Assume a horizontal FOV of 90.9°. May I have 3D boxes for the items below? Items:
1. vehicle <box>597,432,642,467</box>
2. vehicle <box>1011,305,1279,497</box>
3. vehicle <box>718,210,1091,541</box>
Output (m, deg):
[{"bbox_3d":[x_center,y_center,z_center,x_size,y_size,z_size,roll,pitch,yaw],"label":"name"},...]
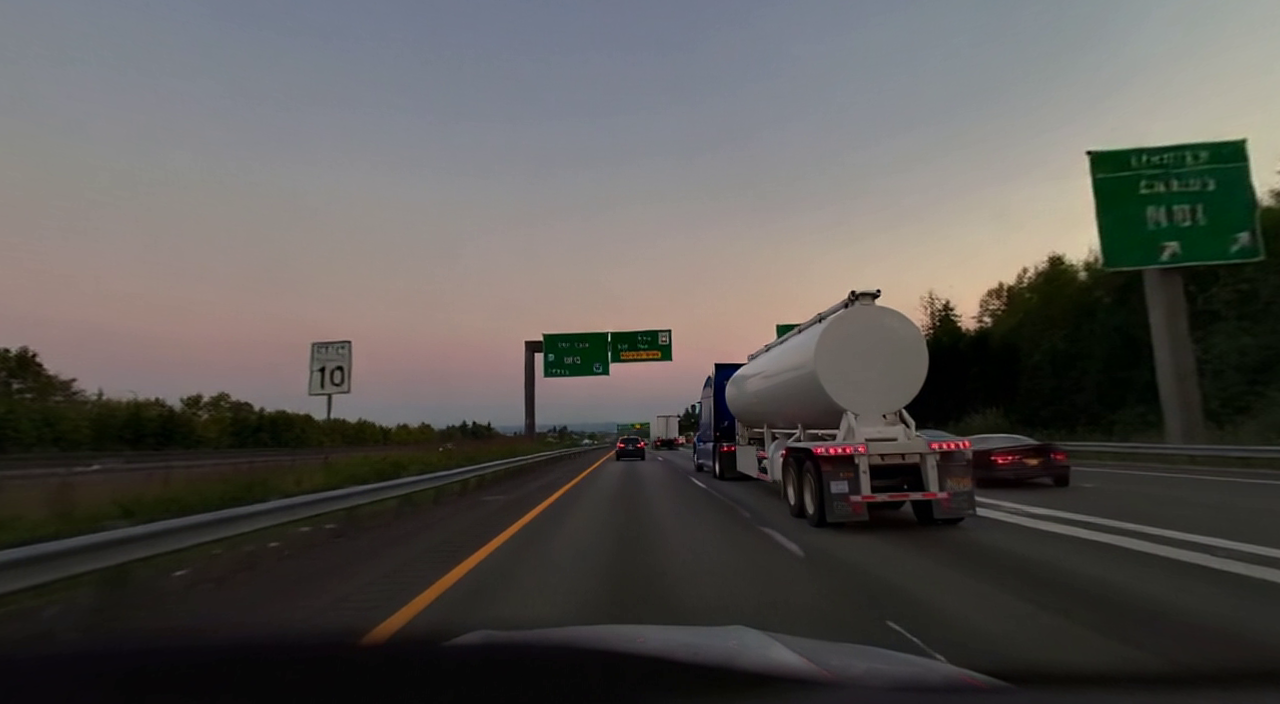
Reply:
[{"bbox_3d":[-0.952,4.602,29.962,2.000,1.510,3.518,0,-8,-1],"label":"vehicle"},{"bbox_3d":[14.957,1.525,17.084,2.878,4.124,10.050,1,-8,-5],"label":"vehicle"},{"bbox_3d":[3.621,0.835,12.022,2.826,3.905,9.262,0,-8,-2],"label":"vehicle"}]
